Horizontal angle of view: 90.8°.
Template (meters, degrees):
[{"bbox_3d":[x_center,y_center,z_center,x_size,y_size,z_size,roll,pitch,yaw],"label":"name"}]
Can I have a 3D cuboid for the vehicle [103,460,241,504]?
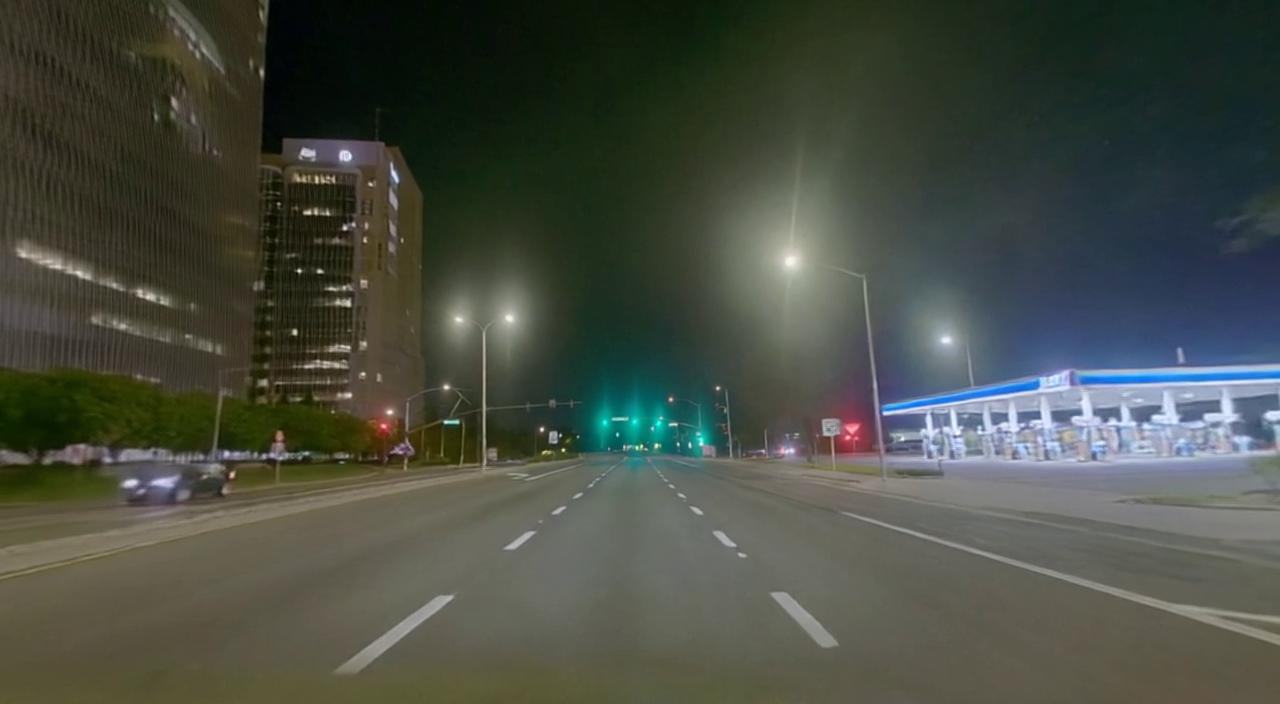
[{"bbox_3d":[-18.541,5.141,25.379,2.048,1.479,4.490,-1,-8,1],"label":"vehicle"}]
